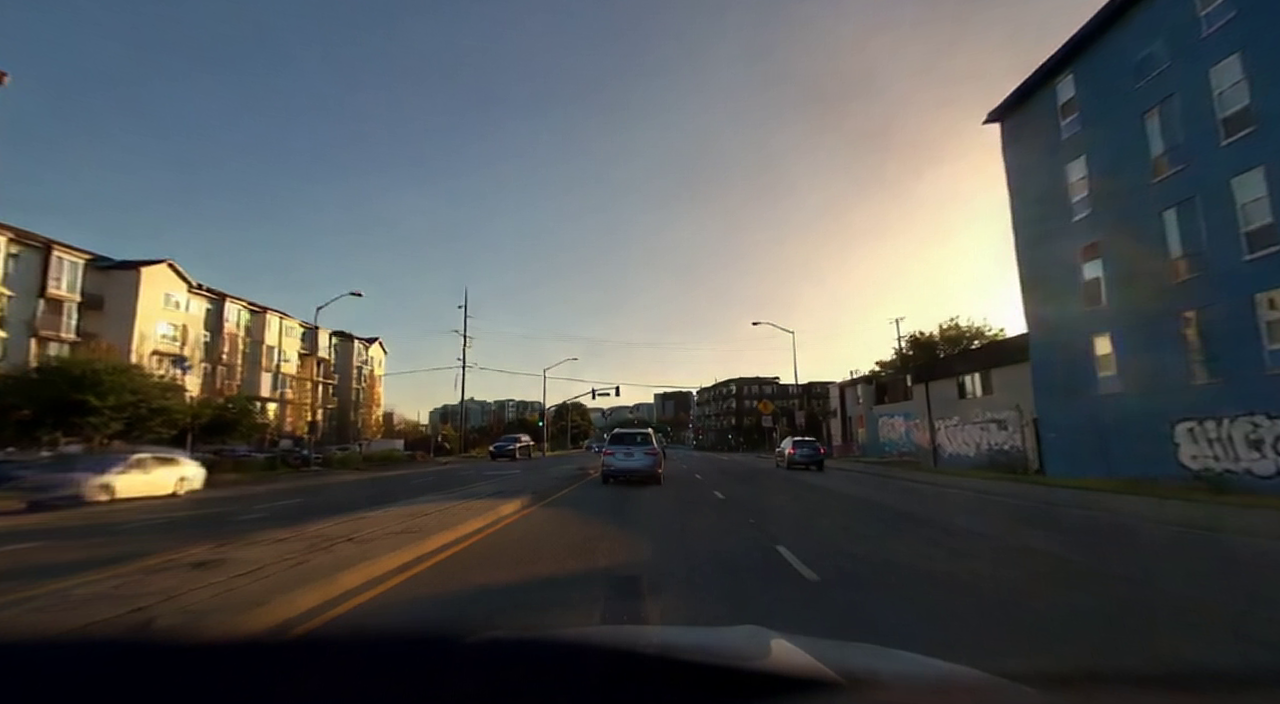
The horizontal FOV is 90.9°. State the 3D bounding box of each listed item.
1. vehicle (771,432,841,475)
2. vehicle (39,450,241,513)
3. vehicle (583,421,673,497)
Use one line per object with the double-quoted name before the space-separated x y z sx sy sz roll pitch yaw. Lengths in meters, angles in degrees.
"vehicle" 7.278 4.476 28.113 1.952 1.749 4.311 0 -8 0
"vehicle" -13.948 3.580 18.020 1.842 1.482 4.386 -1 -8 6
"vehicle" -0.174 2.896 17.472 2.160 1.786 4.702 -1 -8 3
